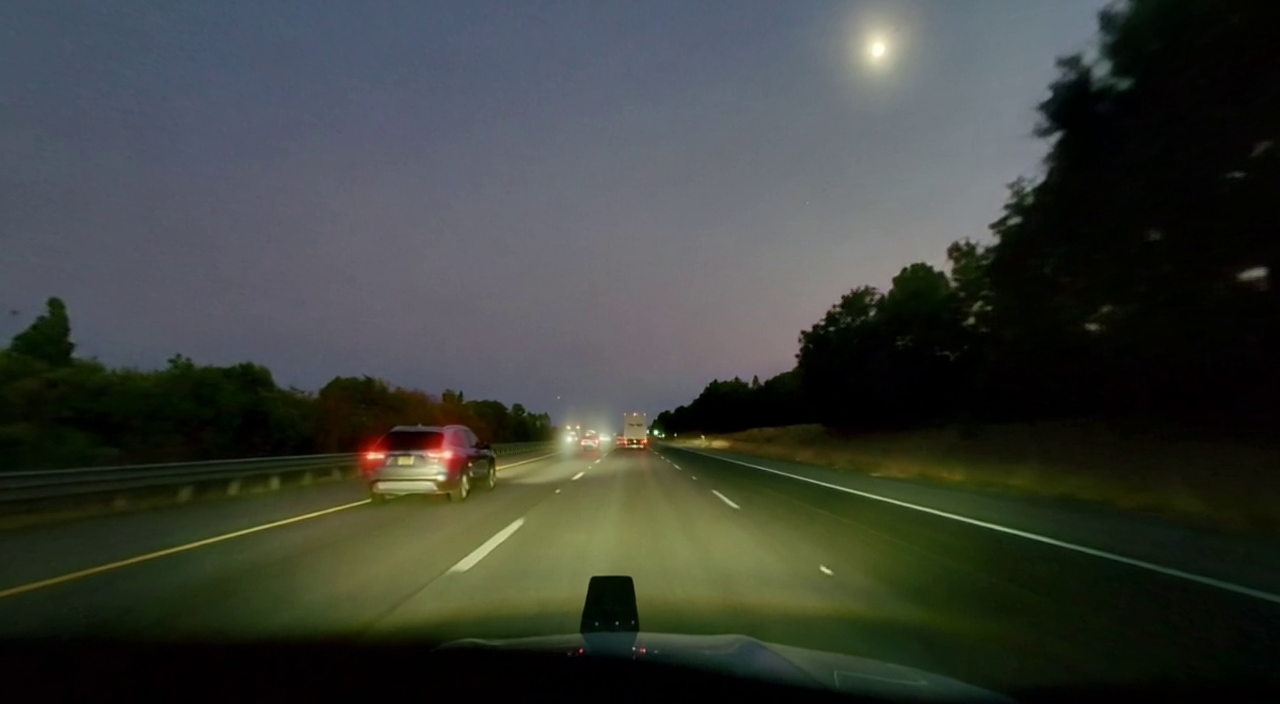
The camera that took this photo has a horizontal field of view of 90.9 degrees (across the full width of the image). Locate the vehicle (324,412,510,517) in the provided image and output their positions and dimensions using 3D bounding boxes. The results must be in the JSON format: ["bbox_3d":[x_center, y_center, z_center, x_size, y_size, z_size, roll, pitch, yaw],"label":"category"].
[{"bbox_3d":[-3.986,2.069,12.204,2.045,1.655,4.301,0,-8,0],"label":"vehicle"}]

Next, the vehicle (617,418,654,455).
[{"bbox_3d":[-0.359,6.208,46.413,2.526,2.531,5.026,0,-8,-1],"label":"vehicle"}]
